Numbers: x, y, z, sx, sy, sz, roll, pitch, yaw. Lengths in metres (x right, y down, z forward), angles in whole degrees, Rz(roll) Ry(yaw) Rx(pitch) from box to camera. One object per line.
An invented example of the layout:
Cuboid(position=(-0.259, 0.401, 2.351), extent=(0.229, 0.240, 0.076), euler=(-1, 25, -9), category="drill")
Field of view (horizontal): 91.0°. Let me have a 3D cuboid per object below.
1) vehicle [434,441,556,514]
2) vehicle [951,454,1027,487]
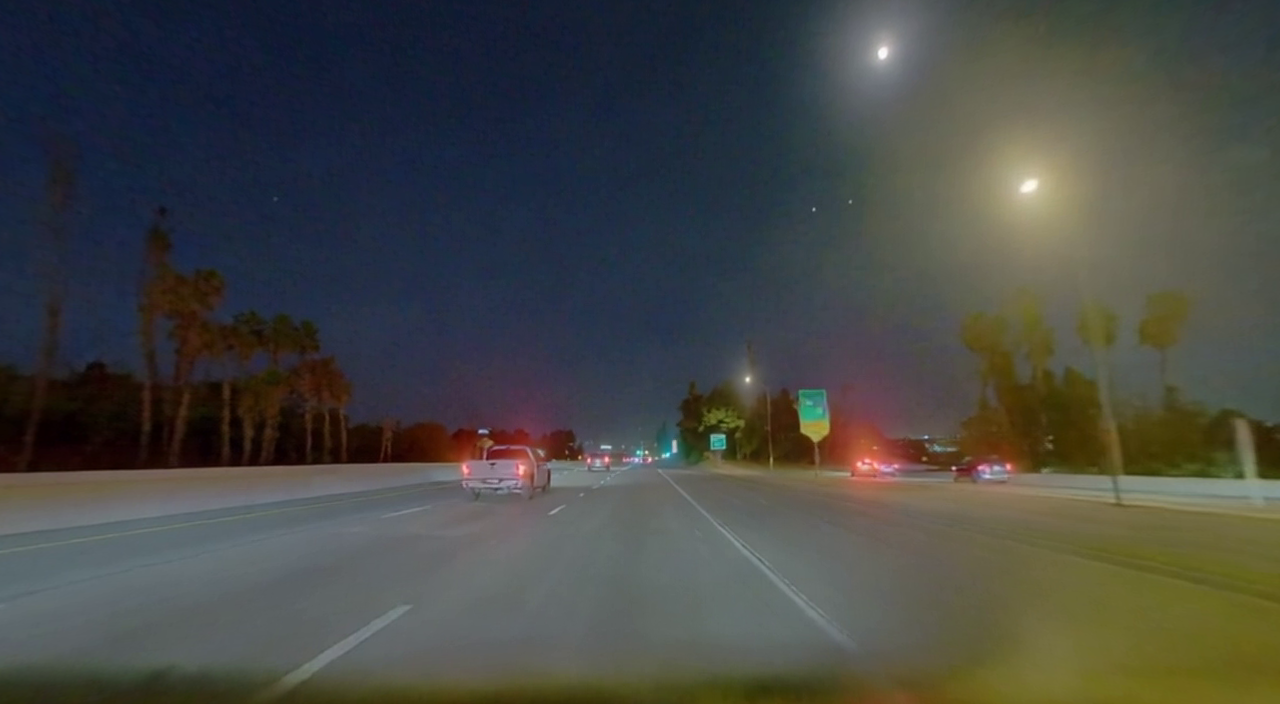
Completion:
Cuboid(position=(-3.825, 3.406, 17.654), extent=(2.162, 1.747, 4.791), euler=(0, -9, 1), category="vehicle")
Cuboid(position=(21.182, 7.194, 38.514), extent=(2.033, 1.794, 5.116), euler=(-1, -9, 5), category="vehicle")
